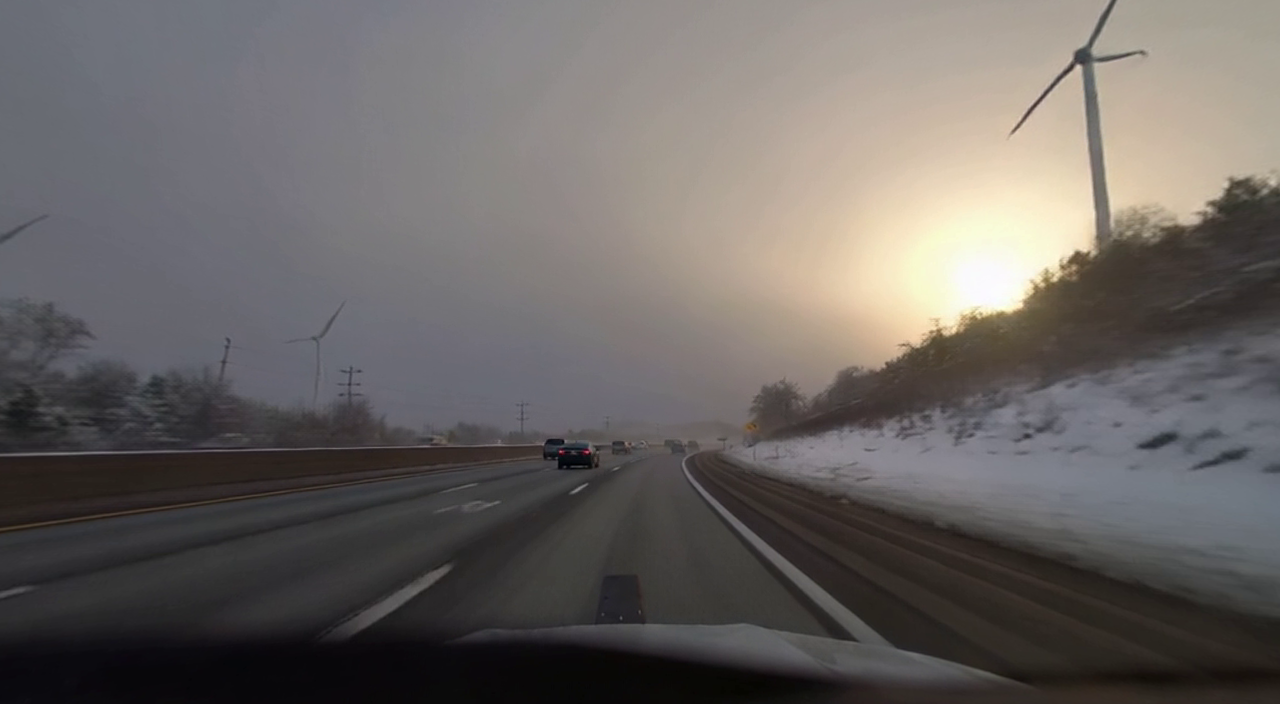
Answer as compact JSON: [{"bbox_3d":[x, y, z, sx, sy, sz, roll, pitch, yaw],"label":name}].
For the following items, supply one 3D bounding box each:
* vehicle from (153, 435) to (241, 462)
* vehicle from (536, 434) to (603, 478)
[{"bbox_3d":[-27.671,6.053,39.566,1.944,1.557,4.708,0,-9,3],"label":"vehicle"},{"bbox_3d":[-2.881,4.377,26.747,2.118,1.702,4.355,0,-9,3],"label":"vehicle"}]
